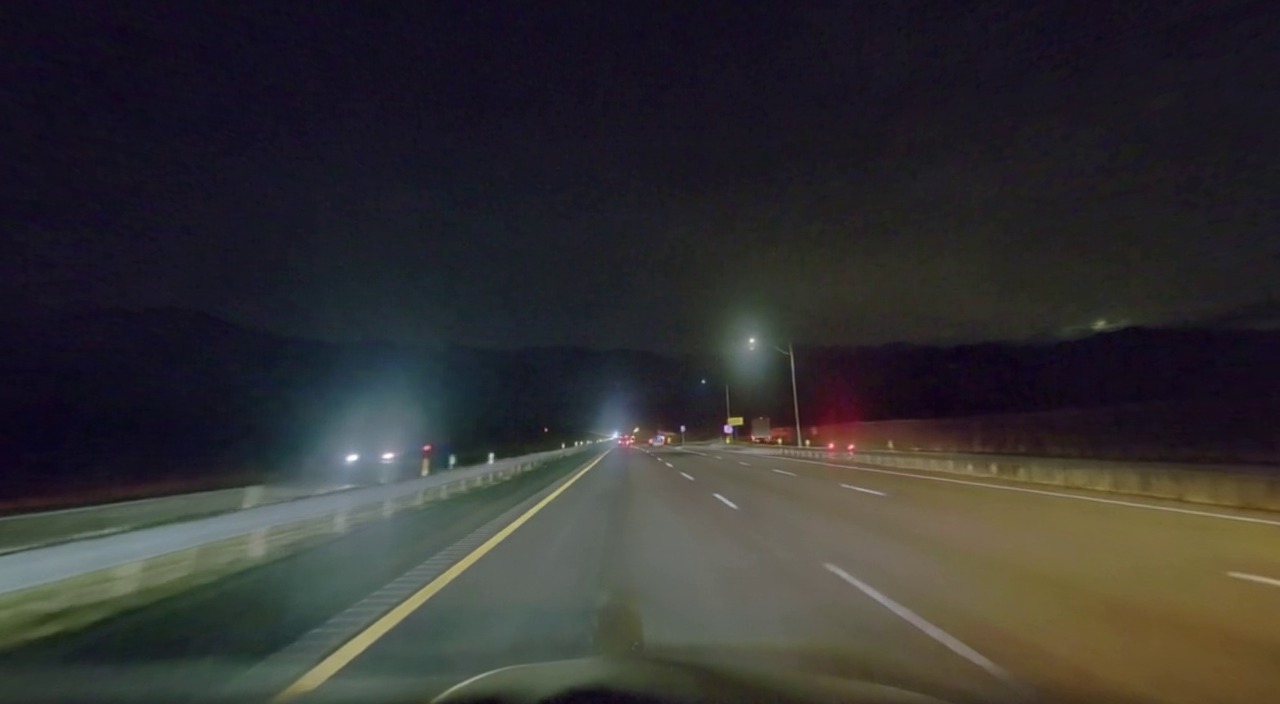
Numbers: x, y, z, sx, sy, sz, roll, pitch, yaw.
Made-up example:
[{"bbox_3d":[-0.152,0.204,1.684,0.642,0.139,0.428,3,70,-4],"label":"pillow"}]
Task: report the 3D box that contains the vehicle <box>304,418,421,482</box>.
[{"bbox_3d":[-12.091,4.300,28.065,2.380,2.522,6.211,0,-8,0],"label":"vehicle"}]
